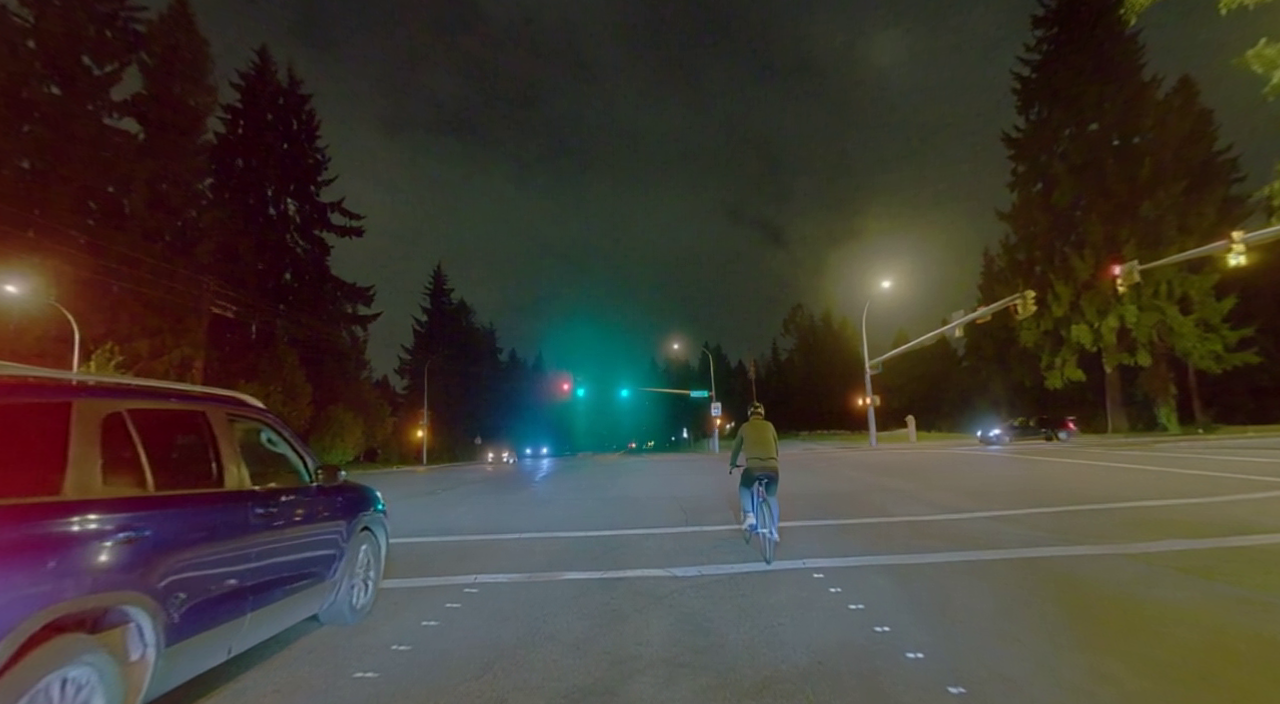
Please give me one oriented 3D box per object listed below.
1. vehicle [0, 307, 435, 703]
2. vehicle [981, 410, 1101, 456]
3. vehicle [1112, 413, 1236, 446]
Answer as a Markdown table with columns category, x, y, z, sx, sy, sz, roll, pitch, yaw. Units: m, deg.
| category | x | y | z | sx | sy | sz | roll | pitch | yaw |
| --- | --- | --- | --- | --- | --- | --- | --- | --- | --- |
| vehicle | -2.960 | 0.990 | 3.533 | 2.049 | 1.756 | 4.602 | 0 | -8 | 0 |
| vehicle | 18.576 | 3.788 | 29.309 | 4.237 | 1.948 | 1.997 | 0 | -9 | -9 |
| vehicle | 25.740 | 3.778 | 30.415 | 4.716 | 1.507 | 1.904 | 2 | -9 | -11 |
